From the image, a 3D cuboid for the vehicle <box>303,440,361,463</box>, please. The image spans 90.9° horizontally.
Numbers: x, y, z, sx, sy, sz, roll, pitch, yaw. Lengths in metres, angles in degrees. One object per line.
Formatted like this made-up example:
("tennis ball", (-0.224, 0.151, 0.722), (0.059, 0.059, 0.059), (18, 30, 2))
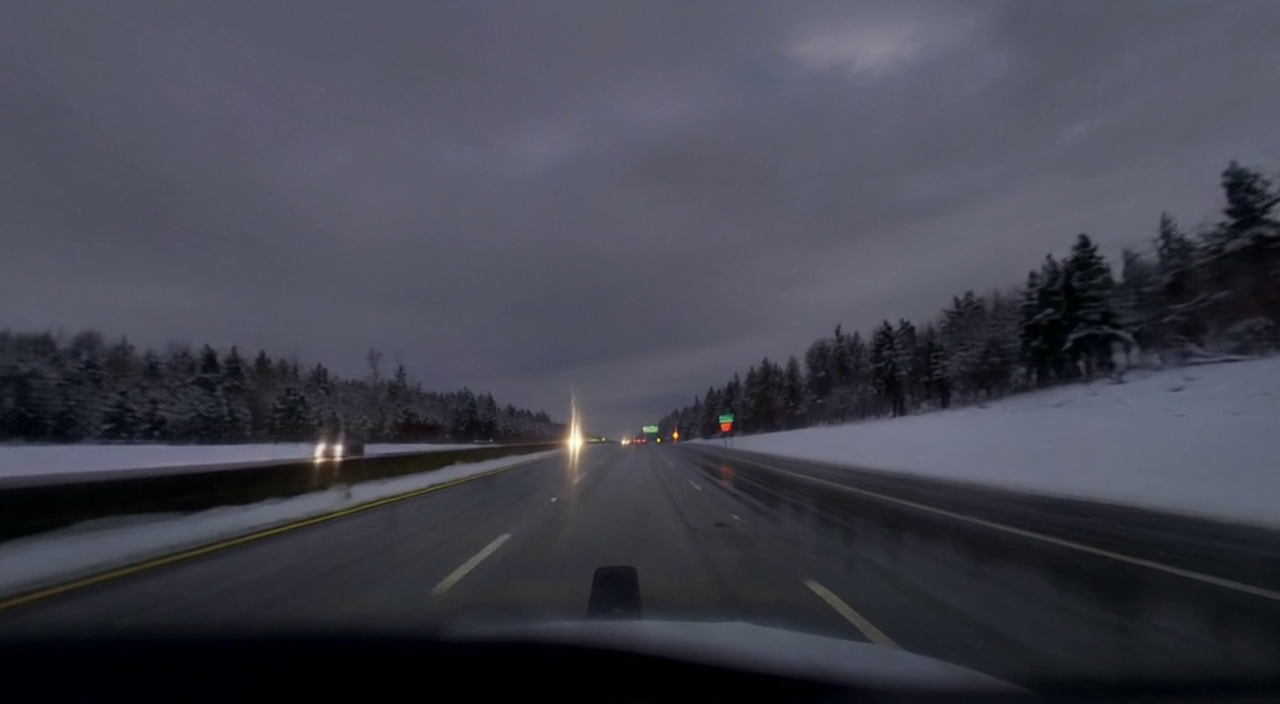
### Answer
("vehicle", (-23.289, 7.520, 47.883), (2.234, 1.621, 4.333), (0, -8, -1))
